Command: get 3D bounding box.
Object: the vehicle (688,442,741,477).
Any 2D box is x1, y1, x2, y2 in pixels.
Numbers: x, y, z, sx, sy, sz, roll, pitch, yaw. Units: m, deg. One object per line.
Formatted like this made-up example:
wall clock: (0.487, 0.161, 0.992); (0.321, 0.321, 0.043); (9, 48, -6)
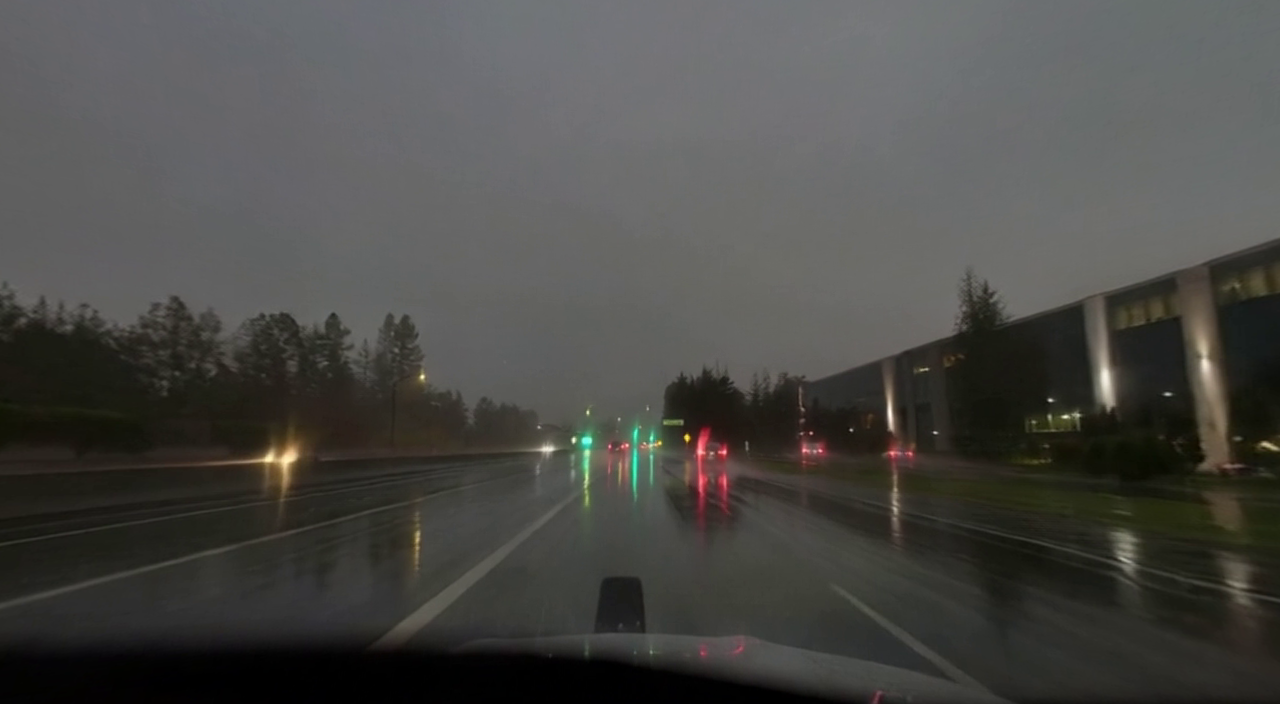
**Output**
vehicle: (3.583, 5.267, 31.167); (2.085, 1.594, 4.848); (0, -9, 1)
